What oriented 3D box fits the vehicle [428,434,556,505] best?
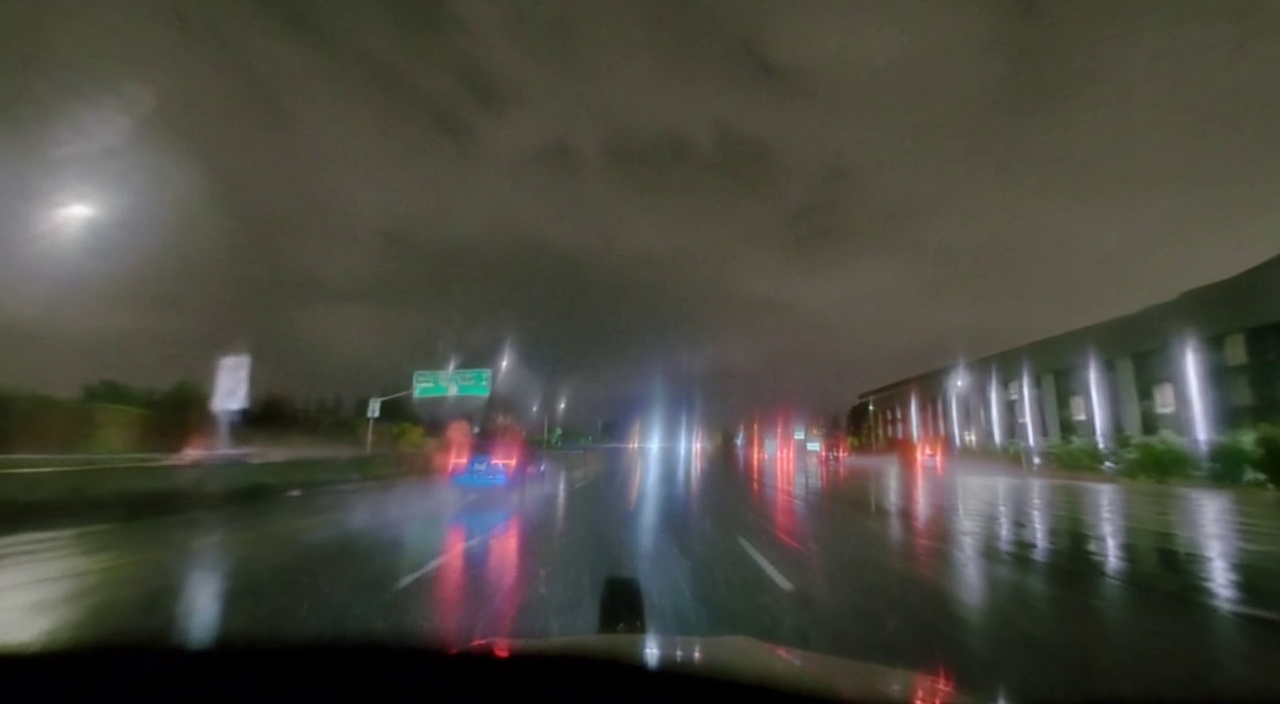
[{"bbox_3d":[-3.632,2.988,16.593,2.087,1.566,4.756,-1,-8,2],"label":"vehicle"}]
